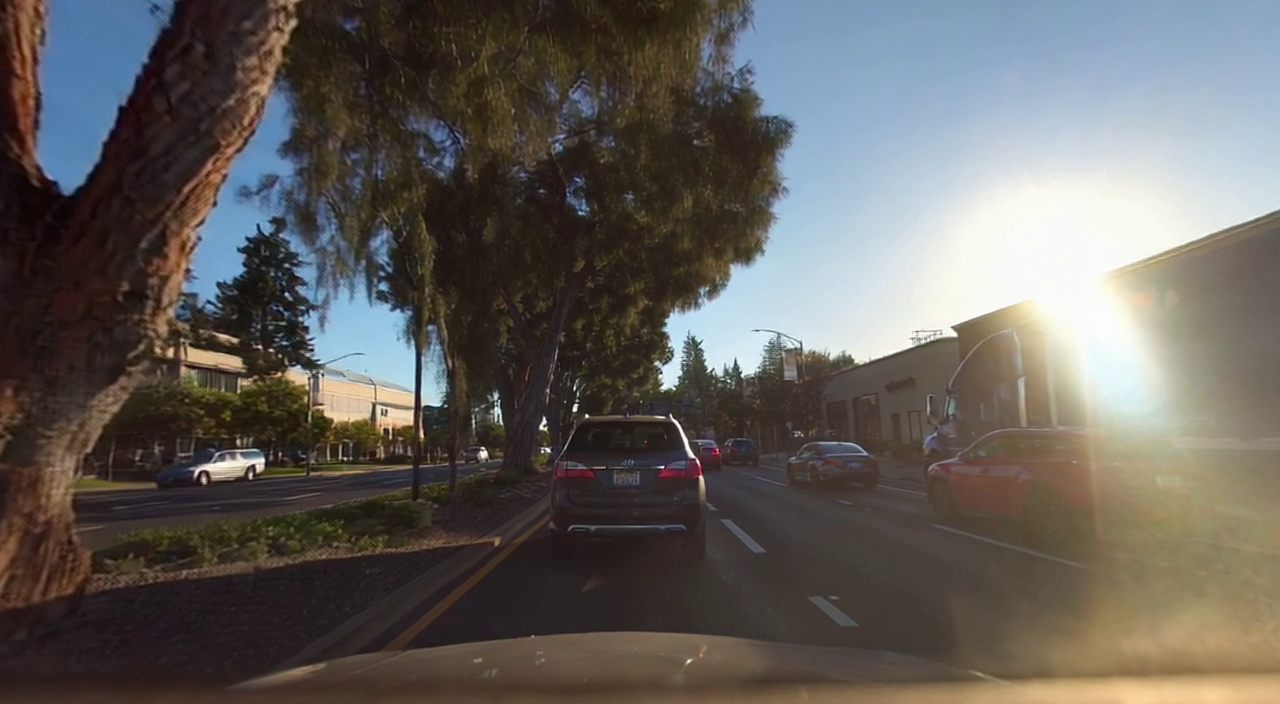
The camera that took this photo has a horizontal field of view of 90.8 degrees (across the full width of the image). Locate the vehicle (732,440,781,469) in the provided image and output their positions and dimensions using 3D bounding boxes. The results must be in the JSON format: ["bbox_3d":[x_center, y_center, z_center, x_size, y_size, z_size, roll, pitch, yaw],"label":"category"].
[{"bbox_3d":[6.479,5.741,35.649,1.914,1.523,4.287,0,-9,-1],"label":"vehicle"}]

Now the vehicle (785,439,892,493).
[{"bbox_3d":[6.273,3.640,20.585,2.035,1.553,4.465,0,-9,0],"label":"vehicle"}]

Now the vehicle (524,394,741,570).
[{"bbox_3d":[-0.115,1.706,8.952,2.320,1.880,4.192,0,-9,-1],"label":"vehicle"}]

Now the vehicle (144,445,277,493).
[{"bbox_3d":[-19.248,5.223,28.712,2.302,1.939,5.221,0,-9,1],"label":"vehicle"}]

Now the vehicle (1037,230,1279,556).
[{"bbox_3d":[9.968,-0.035,4.582,2.879,4.284,17.334,0,-9,0],"label":"vehicle"}]
